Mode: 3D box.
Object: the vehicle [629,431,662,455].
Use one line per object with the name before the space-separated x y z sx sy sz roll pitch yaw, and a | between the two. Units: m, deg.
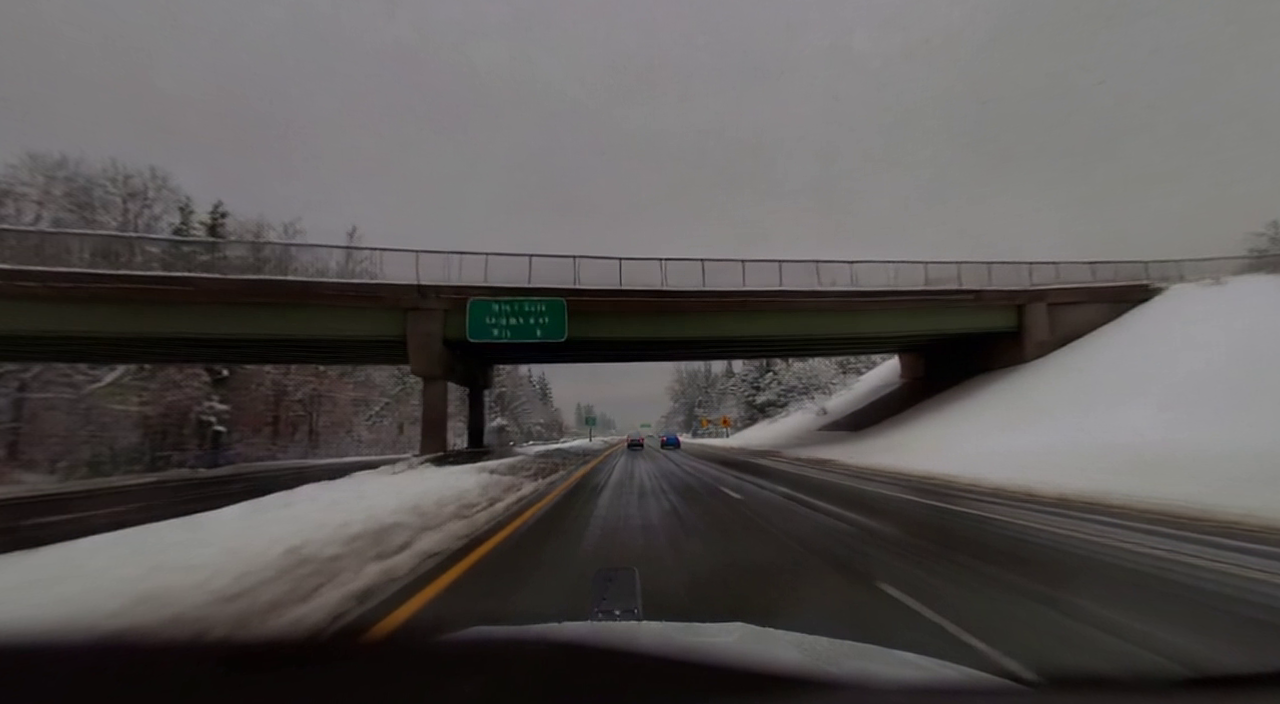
vehicle | 0.322 6.068 42.084 1.981 1.490 3.449 0 -8 -2
